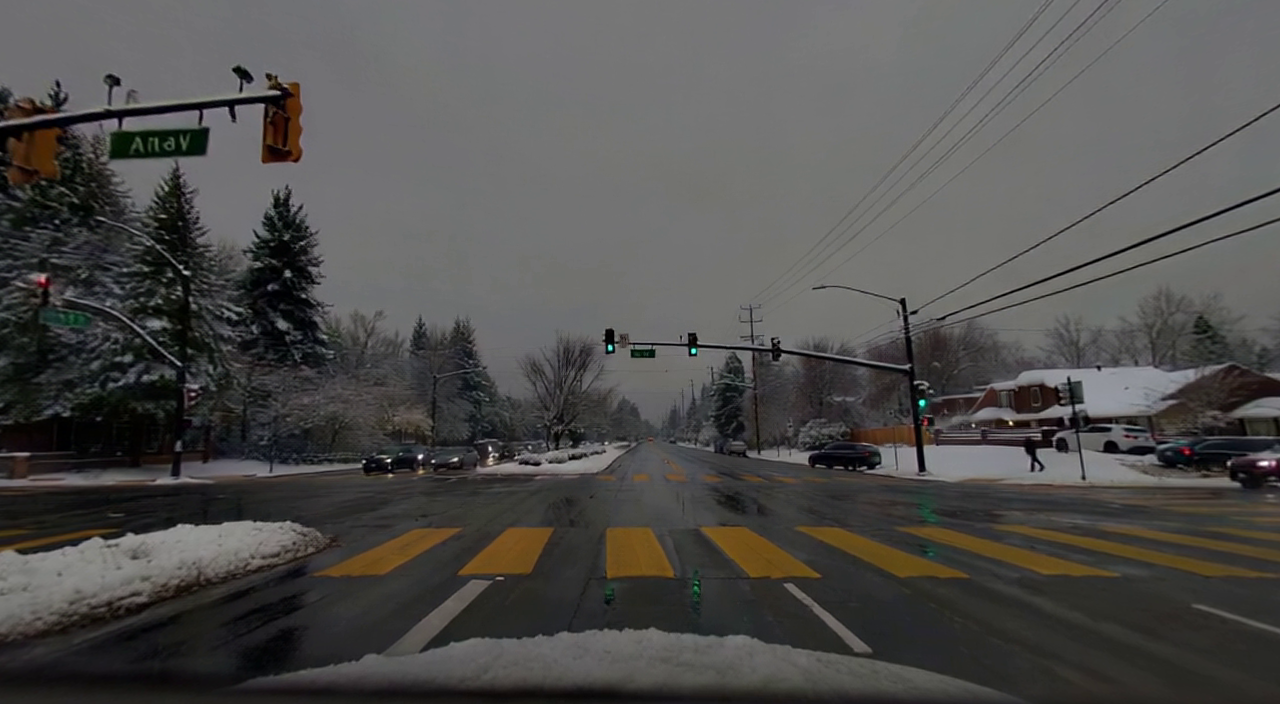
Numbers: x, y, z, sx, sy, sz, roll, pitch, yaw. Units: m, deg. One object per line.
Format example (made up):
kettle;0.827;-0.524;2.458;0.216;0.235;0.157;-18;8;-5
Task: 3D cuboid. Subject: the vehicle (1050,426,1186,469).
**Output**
vehicle;25.281;5.100;33.682;2.177;2.086;5.514;2;-9;-14

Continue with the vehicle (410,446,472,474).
vehicle;-10.970;5.950;35.068;2.007;1.451;4.242;0;-8;1

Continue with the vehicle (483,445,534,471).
vehicle;-7.664;6.191;37.132;1.958;1.415;4.312;0;-8;1

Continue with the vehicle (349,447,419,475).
vehicle;-14.627;6.232;36.330;2.035;1.470;4.677;0;-8;0
